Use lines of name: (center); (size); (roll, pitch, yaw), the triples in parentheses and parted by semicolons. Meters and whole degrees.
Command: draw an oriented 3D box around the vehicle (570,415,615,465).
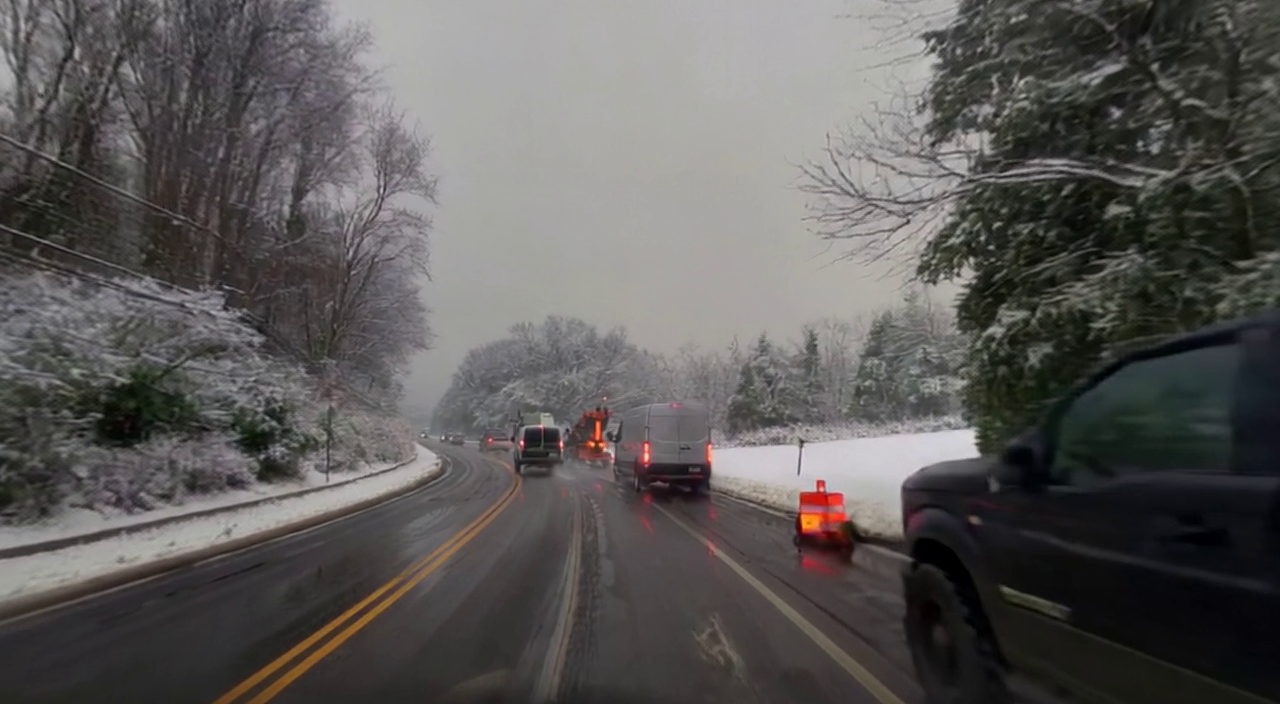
vehicle: (-3.171, 5.793, 41.308); (2.703, 3.066, 4.047); (1, -9, -7)

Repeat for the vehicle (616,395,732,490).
vehicle: (1.057, 3.774, 26.661); (3.126, 3.310, 8.534); (1, -8, -9)

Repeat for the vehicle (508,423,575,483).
vehicle: (-4.208, 4.180, 26.315); (2.362, 2.223, 4.892); (2, -9, -13)
